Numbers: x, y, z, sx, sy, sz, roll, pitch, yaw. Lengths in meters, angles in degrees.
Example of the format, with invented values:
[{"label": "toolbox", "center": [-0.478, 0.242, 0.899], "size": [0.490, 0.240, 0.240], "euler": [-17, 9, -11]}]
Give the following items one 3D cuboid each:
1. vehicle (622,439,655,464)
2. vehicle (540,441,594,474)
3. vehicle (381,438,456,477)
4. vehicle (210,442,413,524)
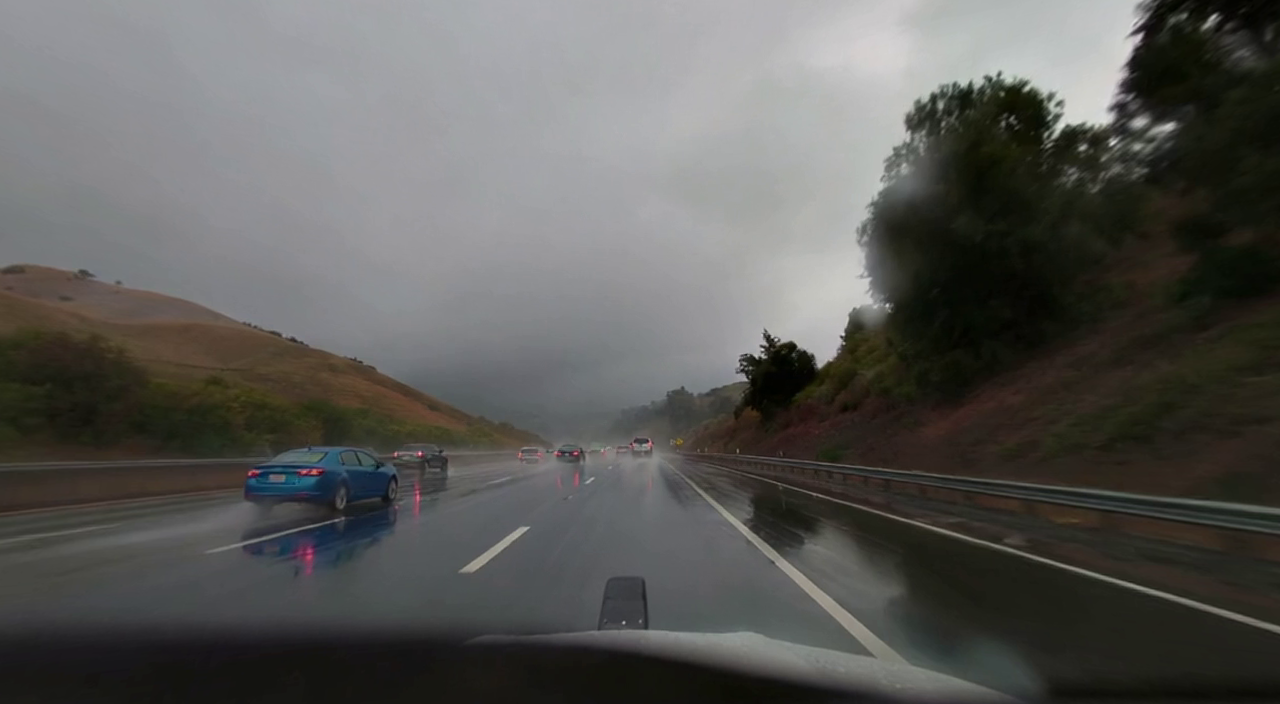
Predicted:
[{"label": "vehicle", "center": [-0.108, 7.080, 45.168], "size": [2.225, 1.674, 4.044], "euler": [0, -8, -1]}, {"label": "vehicle", "center": [-3.587, 5.293, 31.861], "size": [2.144, 1.505, 4.649], "euler": [0, -8, 1]}, {"label": "vehicle", "center": [-10.715, 5.127, 30.928], "size": [2.025, 1.750, 4.505], "euler": [0, -8, 0]}, {"label": "vehicle", "center": [-6.679, 2.658, 13.489], "size": [1.991, 1.441, 4.265], "euler": [0, -8, 1]}]
